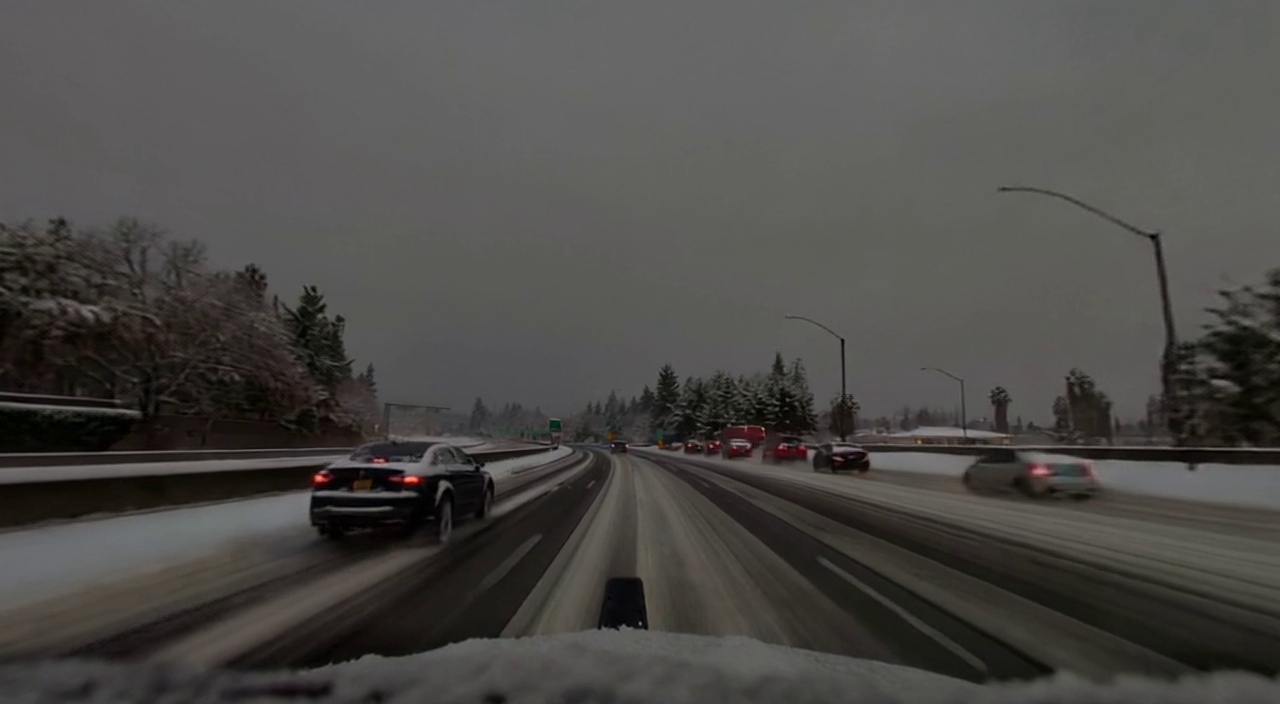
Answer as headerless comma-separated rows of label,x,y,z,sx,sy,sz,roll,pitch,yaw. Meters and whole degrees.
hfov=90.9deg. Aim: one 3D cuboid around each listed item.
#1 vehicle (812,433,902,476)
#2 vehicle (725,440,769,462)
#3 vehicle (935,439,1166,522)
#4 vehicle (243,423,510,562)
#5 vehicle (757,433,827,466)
vehicle,8.774,4.164,25.932,1.957,1.584,4.272,0,-8,-3
vehicle,7.913,7.382,47.199,2.052,1.468,5.333,0,-8,-3
vehicle,8.531,2.661,13.726,1.984,1.477,4.385,0,-8,-1
vehicle,-3.405,1.889,9.251,2.109,1.536,4.174,0,-8,0
vehicle,8.213,5.363,34.744,2.345,1.637,5.558,0,-8,-2
